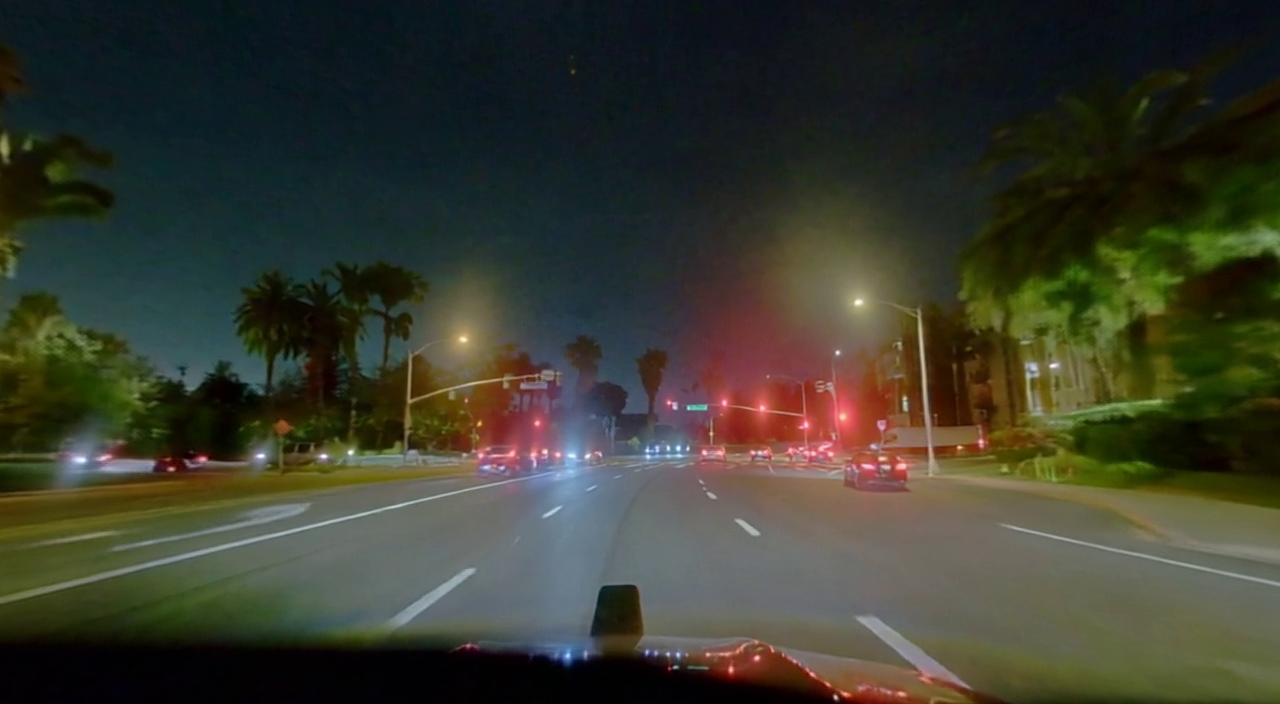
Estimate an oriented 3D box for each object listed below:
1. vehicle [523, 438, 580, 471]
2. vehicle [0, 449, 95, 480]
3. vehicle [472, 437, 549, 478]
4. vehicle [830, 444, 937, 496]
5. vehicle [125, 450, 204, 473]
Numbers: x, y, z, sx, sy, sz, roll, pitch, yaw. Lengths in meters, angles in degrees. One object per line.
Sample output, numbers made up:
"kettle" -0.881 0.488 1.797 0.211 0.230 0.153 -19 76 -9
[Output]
"vehicle" -5.103 5.991 37.228 2.188 1.789 4.881 -1 -9 6
"vehicle" -42.459 8.007 45.255 1.985 1.789 4.885 -8 -9 41
"vehicle" -5.815 4.815 29.081 2.072 1.738 4.757 -1 -9 6
"vehicle" 7.705 3.747 20.560 2.144 1.473 4.638 -1 -9 7
"vehicle" -37.292 8.560 49.612 4.702 1.449 1.833 4 -10 -42
